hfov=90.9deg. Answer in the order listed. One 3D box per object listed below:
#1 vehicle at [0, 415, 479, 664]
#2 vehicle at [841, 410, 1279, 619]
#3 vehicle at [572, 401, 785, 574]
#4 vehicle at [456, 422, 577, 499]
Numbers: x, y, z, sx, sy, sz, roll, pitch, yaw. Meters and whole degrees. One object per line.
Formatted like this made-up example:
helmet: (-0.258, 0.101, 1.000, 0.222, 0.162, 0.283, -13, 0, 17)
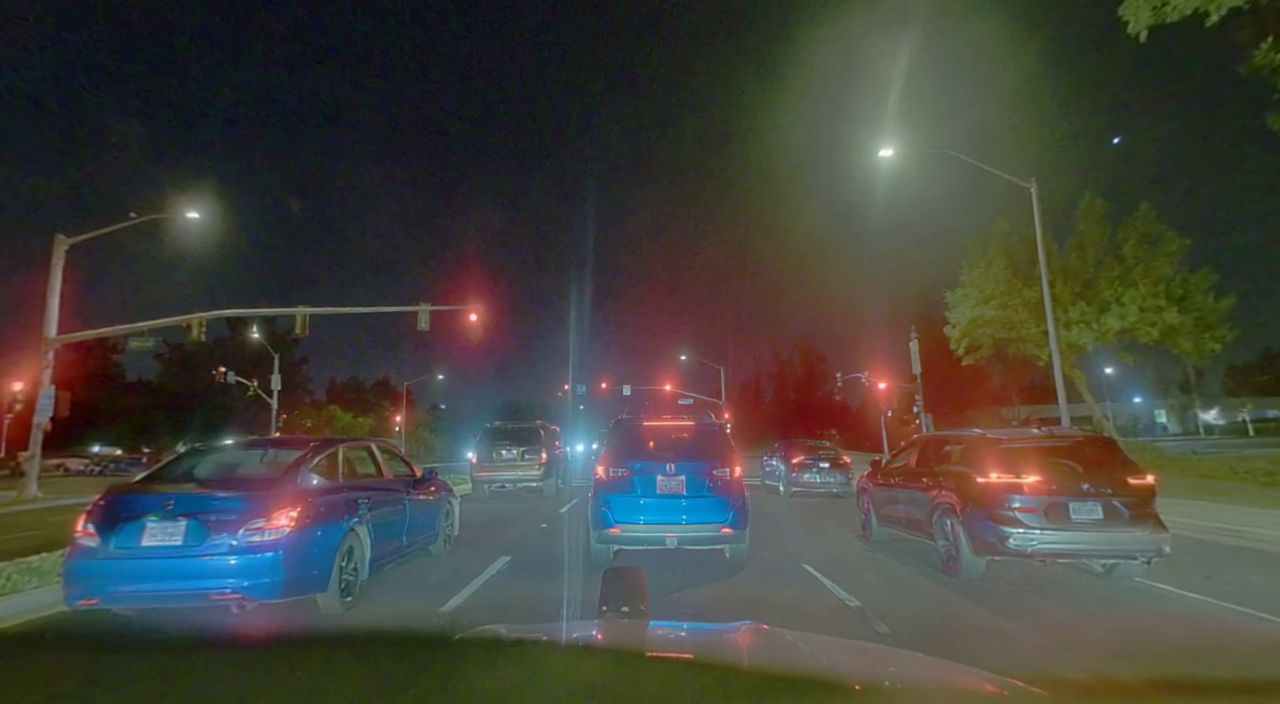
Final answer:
vehicle: (-3.071, 1.458, 6.037, 1.876, 1.497, 4.308, 0, -8, 0)
vehicle: (3.914, 1.552, 6.944, 1.954, 1.592, 3.992, 0, -8, -2)
vehicle: (0.386, 1.710, 8.695, 2.172, 1.764, 4.338, 0, -8, 0)
vehicle: (-3.215, 2.998, 17.821, 2.230, 1.834, 5.469, 0, -8, 1)
